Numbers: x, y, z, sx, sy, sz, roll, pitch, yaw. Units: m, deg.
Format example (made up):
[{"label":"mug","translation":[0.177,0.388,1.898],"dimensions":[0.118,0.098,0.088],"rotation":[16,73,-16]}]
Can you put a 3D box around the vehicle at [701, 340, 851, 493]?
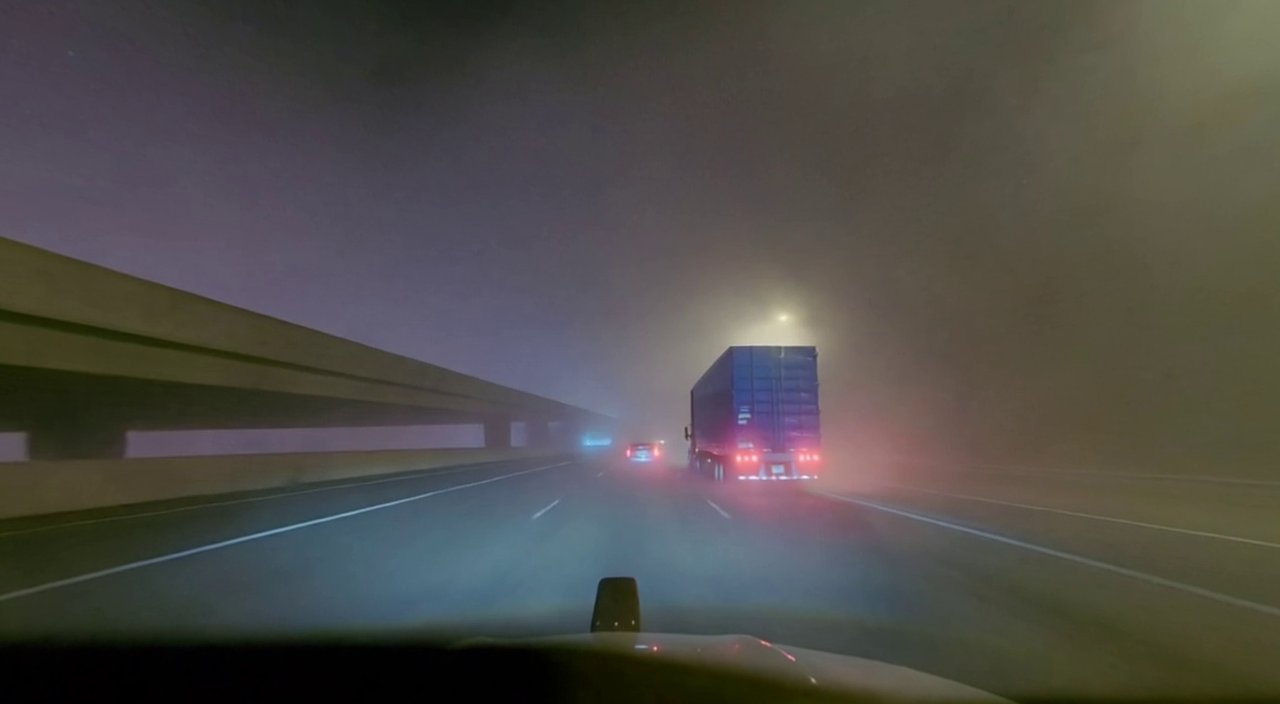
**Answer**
[{"label":"vehicle","translation":[4.061,2.433,21.843],"dimensions":[2.964,4.063,10.072],"rotation":[0,-9,0]}]

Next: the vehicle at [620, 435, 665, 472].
[{"label":"vehicle","translation":[0.146,5.091,31.805],"dimensions":[2.077,1.716,4.514],"rotation":[0,-9,1]}]
